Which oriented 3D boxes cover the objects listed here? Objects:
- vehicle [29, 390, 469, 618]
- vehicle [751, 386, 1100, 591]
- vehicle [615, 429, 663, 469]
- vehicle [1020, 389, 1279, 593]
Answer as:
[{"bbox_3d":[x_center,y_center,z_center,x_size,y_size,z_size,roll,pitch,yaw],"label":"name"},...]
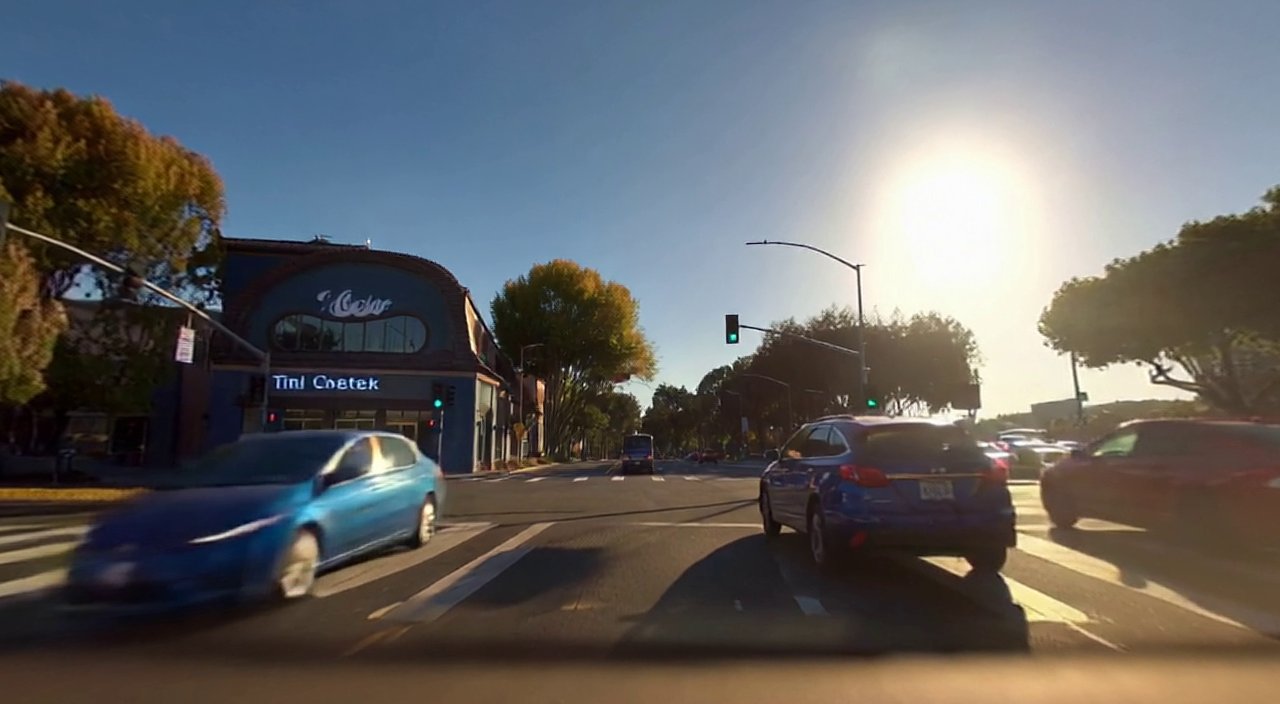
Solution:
[{"bbox_3d":[-3.446,1.404,6.730,1.961,1.658,4.064,-1,-8,2],"label":"vehicle"},{"bbox_3d":[2.851,1.493,7.800,2.048,1.725,4.754,0,-8,0],"label":"vehicle"},{"bbox_3d":[-0.112,5.218,34.007,2.390,1.948,5.344,0,-8,-1],"label":"vehicle"},{"bbox_3d":[6.233,1.362,6.729,1.792,1.682,4.089,0,-8,1],"label":"vehicle"}]
